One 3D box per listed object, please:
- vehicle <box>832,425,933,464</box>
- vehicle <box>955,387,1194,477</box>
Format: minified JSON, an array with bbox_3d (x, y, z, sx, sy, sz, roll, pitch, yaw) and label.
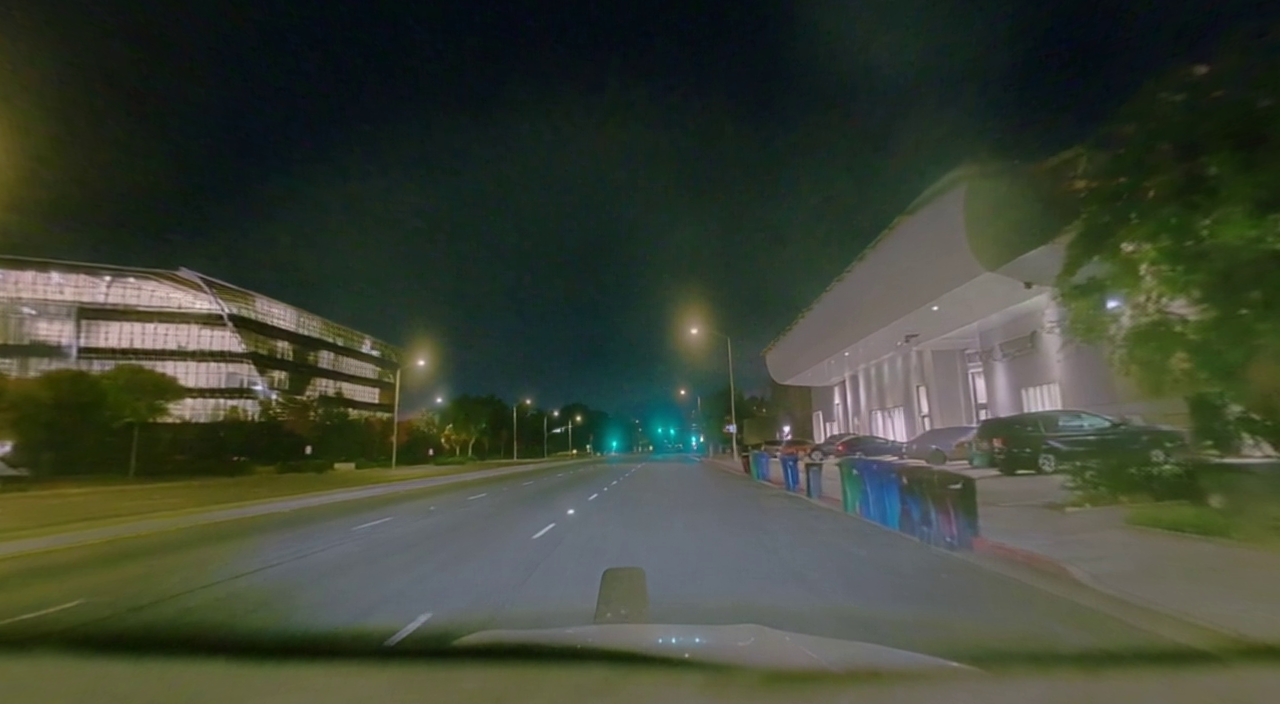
[{"bbox_3d":[12.845,4.947,33.594,4.478,1.578,1.944,-6,-9,2],"label":"vehicle"},{"bbox_3d":[12.473,2.368,18.449,5.136,1.945,2.153,-6,-9,3],"label":"vehicle"}]
